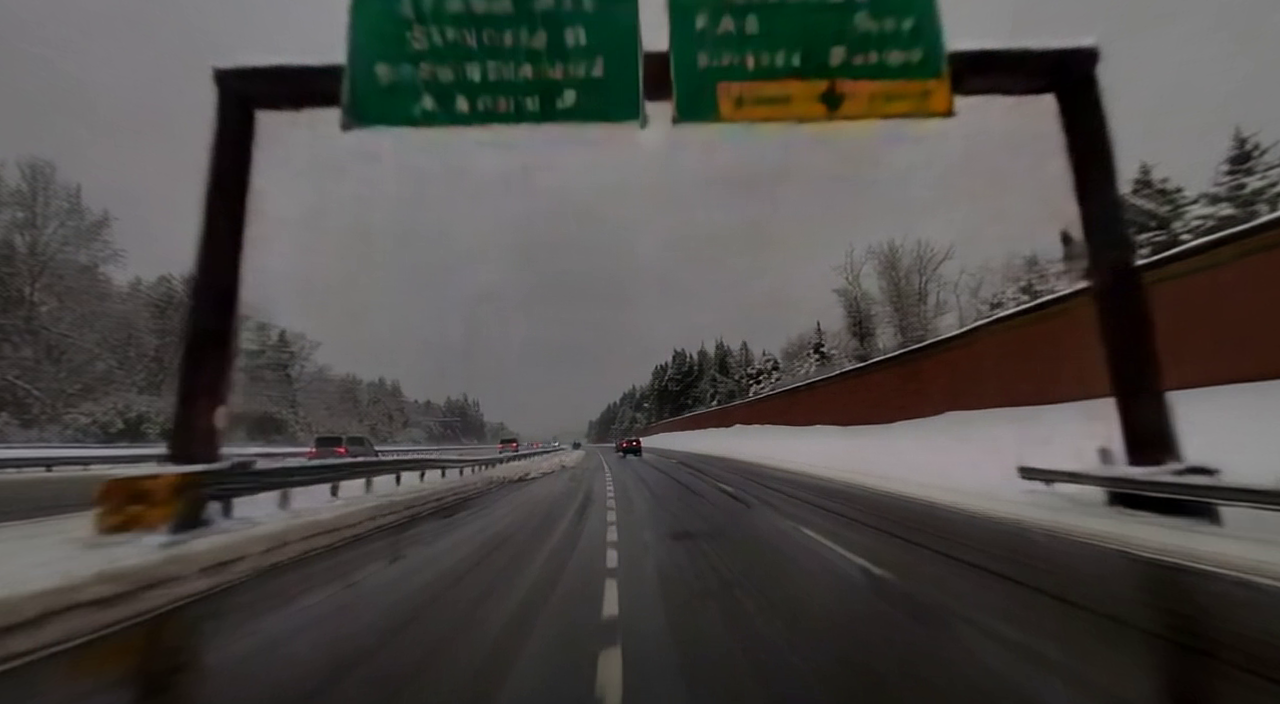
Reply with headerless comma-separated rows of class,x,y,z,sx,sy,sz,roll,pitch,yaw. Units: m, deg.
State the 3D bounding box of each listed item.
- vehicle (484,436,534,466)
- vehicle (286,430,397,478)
vehicle,-7.933,6.057,38.668,2.151,1.707,4.759,0,-8,-1
vehicle,-11.200,3.869,24.054,2.025,1.618,4.683,0,-9,-1
